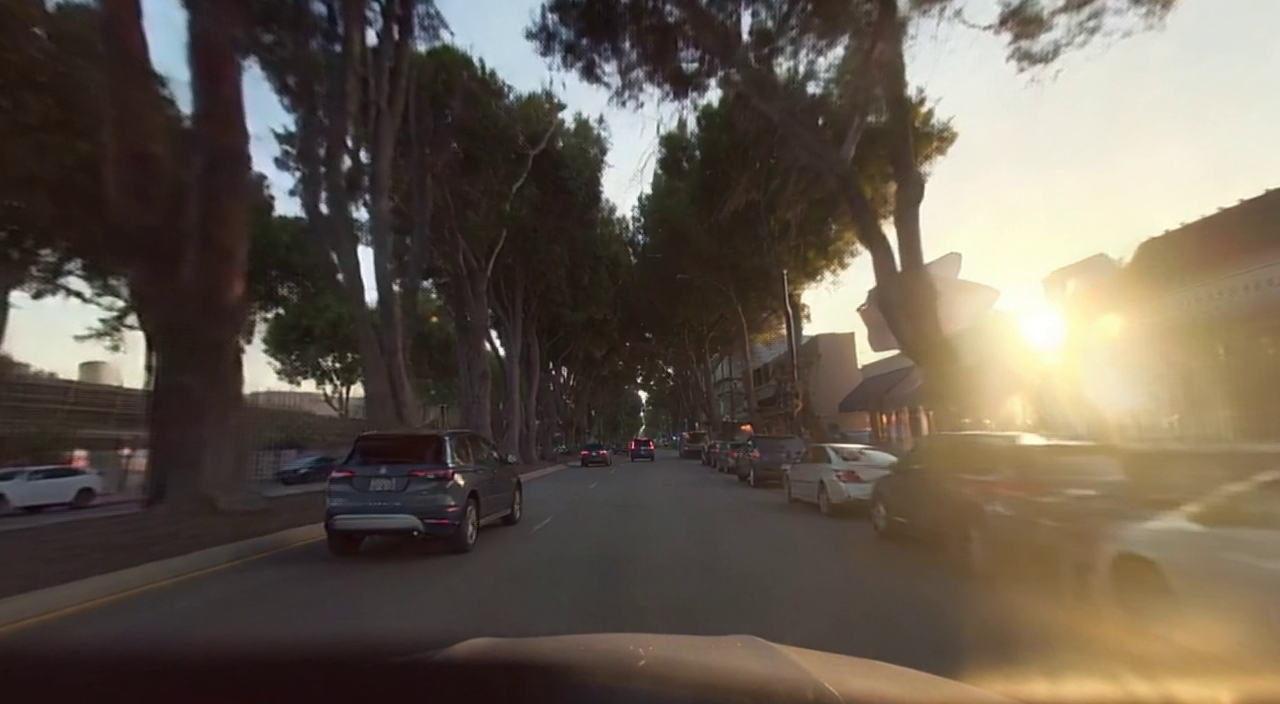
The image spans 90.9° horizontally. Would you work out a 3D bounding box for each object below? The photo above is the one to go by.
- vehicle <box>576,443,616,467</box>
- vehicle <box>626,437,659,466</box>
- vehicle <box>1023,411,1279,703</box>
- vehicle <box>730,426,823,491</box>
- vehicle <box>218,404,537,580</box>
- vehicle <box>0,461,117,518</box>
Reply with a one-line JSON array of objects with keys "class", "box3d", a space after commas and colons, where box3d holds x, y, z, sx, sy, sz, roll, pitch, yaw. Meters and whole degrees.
[{"class": "vehicle", "box3d": [-2.797, 6.673, 41.130, 2.151, 1.484, 4.468, 0, -8, 2]}, {"class": "vehicle", "box3d": [0.158, 6.466, 40.959, 2.075, 1.770, 4.018, 0, -8, 0]}, {"class": "vehicle", "box3d": [4.040, 1.025, 2.842, 1.887, 1.517, 4.257, 0, -8, -1]}, {"class": "vehicle", "box3d": [4.445, 3.562, 21.409, 2.079, 1.910, 4.855, 0, -8, 0]}, {"class": "vehicle", "box3d": [-2.963, 1.717, 8.598, 2.186, 1.708, 4.746, 0, -8, 2]}, {"class": "vehicle", "box3d": [-18.990, 4.168, 19.295, 1.888, 1.500, 4.622, 0, -8, 2]}]
